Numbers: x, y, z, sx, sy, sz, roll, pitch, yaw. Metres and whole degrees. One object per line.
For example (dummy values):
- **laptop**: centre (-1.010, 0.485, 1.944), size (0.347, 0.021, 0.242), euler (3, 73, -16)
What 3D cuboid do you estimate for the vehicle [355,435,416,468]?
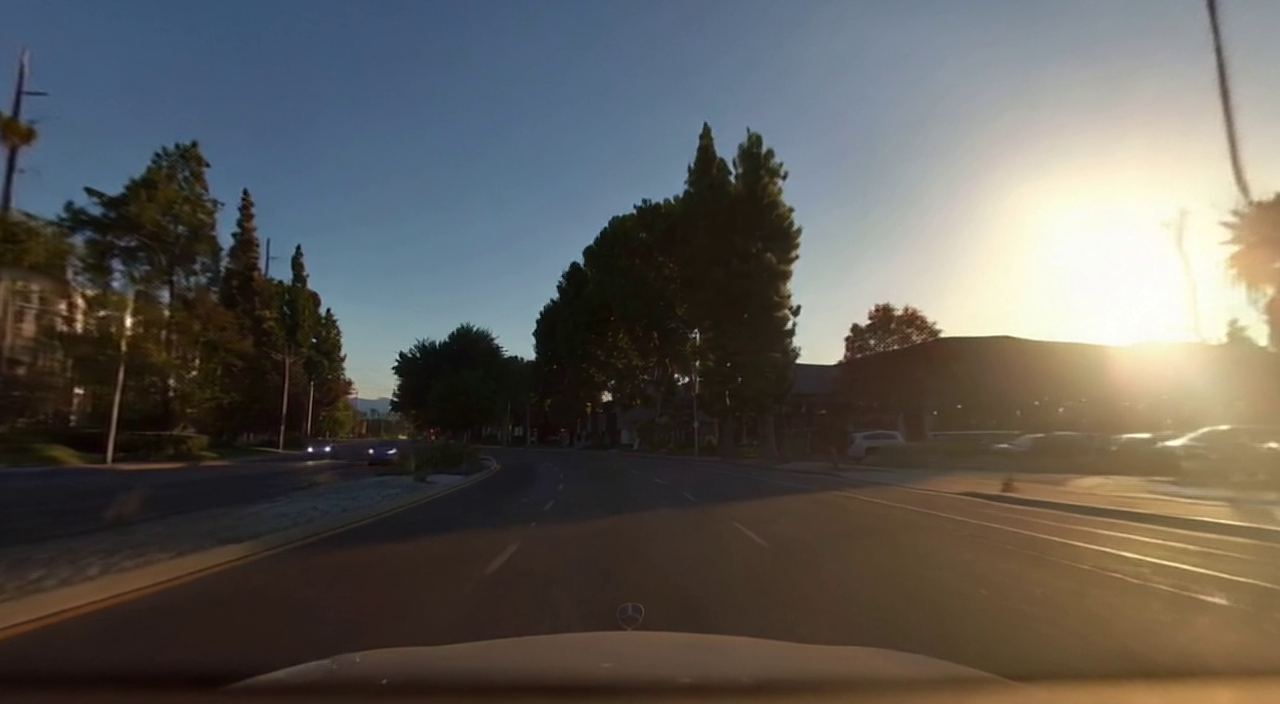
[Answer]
- **vehicle**: centre (-14.914, 5.848, 37.260), size (2.349, 1.790, 4.940), euler (1, -9, -11)
